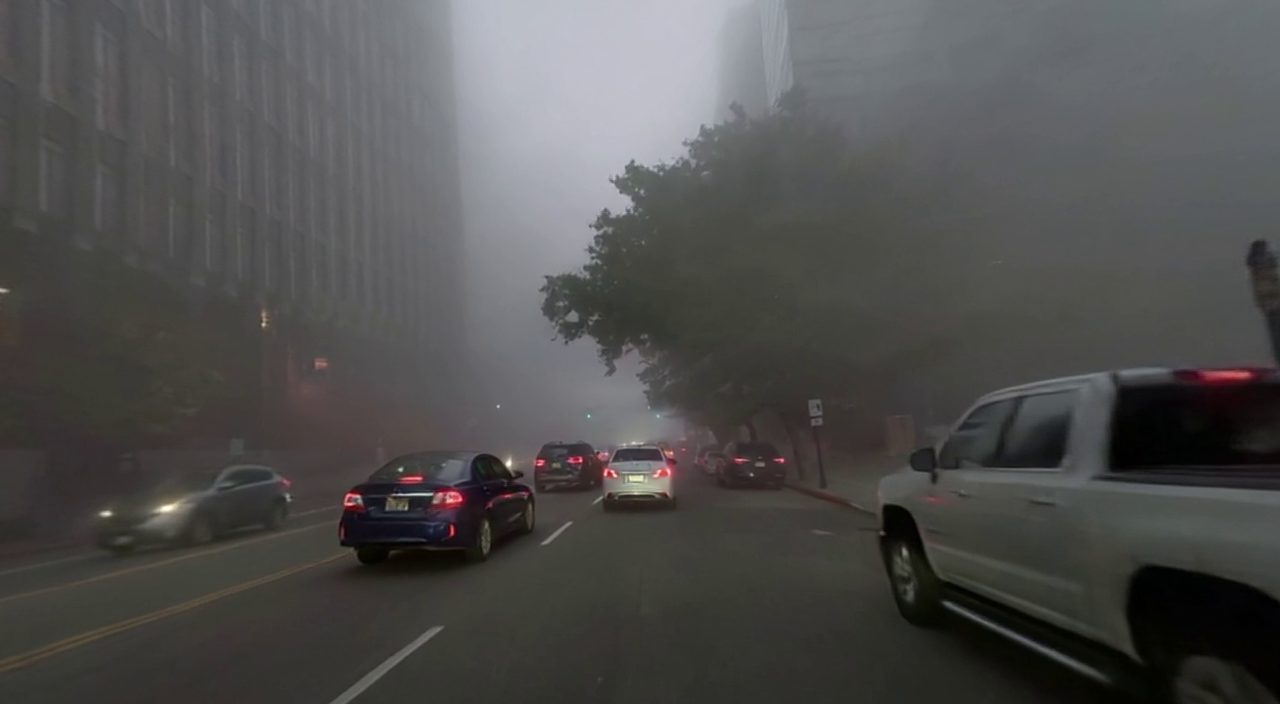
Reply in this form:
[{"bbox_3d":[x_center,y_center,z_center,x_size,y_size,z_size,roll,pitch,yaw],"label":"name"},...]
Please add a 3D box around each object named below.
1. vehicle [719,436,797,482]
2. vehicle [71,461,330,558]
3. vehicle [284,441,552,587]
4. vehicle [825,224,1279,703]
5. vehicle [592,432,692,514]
[{"bbox_3d":[4.100,3.744,22.587,2.065,1.461,4.181,0,-8,1],"label":"vehicle"},{"bbox_3d":[-8.682,3.095,13.173,1.920,1.492,4.624,1,-8,2],"label":"vehicle"},{"bbox_3d":[-2.611,2.006,8.770,1.940,1.481,4.376,-1,-8,3],"label":"vehicle"},{"bbox_3d":[2.999,0.897,3.682,2.352,1.953,4.798,0,-8,0],"label":"vehicle"},{"bbox_3d":[0.114,2.825,15.200,2.076,1.667,3.948,-1,-8,3],"label":"vehicle"}]
